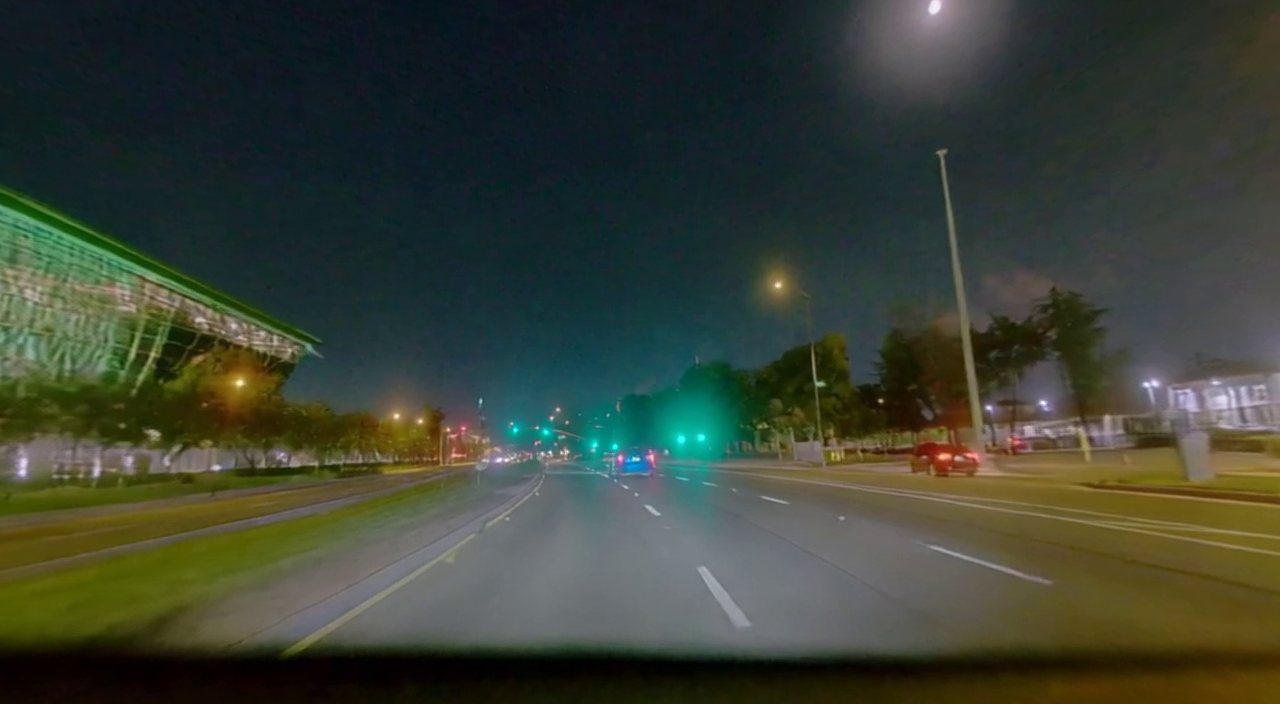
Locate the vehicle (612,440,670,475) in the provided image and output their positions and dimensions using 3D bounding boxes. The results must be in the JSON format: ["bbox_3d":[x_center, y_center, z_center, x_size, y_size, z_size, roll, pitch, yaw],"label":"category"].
[{"bbox_3d":[-0.042,5.374,32.407,2.165,1.633,4.381,1,-9,-10],"label":"vehicle"}]
